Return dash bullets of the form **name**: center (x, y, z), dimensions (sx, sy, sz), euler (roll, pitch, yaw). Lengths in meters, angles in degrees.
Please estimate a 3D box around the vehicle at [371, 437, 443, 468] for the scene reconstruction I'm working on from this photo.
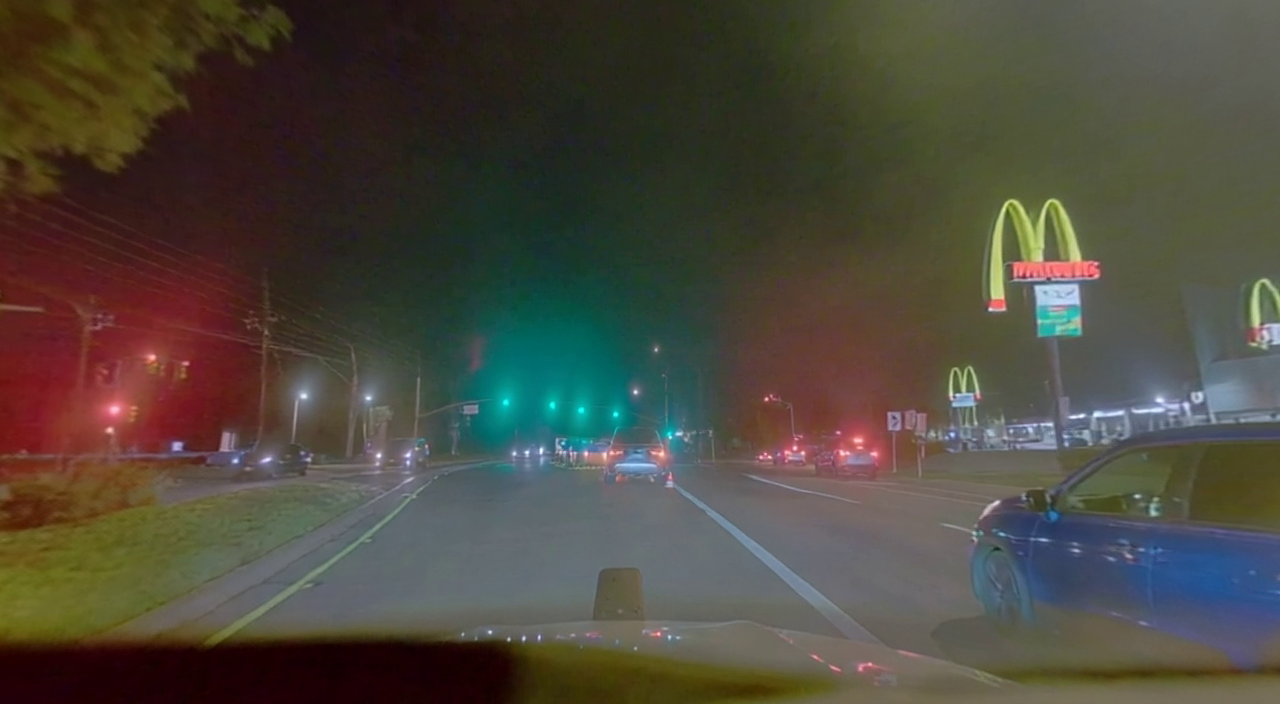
- **vehicle**: center (-14.528, 6.284, 39.678), dimensions (2.311, 1.849, 4.889), euler (-1, -9, 5)

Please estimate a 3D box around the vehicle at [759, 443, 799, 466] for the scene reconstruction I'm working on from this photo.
- **vehicle**: center (9.692, 7.138, 44.308), dimensions (1.879, 1.517, 4.006), euler (0, -9, 0)

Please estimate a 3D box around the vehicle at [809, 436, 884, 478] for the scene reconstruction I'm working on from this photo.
- **vehicle**: center (9.414, 4.822, 29.160), dimensions (1.977, 1.786, 4.344), euler (0, -8, 0)

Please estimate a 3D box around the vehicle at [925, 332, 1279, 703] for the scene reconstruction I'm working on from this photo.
- **vehicle**: center (3.367, 0.874, 2.835), dimensions (2.076, 1.716, 4.416), euler (0, -9, 0)

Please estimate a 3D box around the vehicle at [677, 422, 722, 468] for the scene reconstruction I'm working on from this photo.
- **vehicle**: center (3.583, 5.709, 39.100), dimensions (2.239, 2.586, 4.586), euler (1, -8, -1)

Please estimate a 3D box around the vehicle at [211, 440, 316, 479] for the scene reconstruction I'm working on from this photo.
- **vehicle**: center (-18.752, 5.356, 31.814), dimensions (2.050, 1.797, 4.945), euler (0, -9, 2)

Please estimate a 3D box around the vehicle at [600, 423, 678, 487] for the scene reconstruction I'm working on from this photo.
- **vehicle**: center (-0.077, 3.487, 21.627), dimensions (2.402, 1.938, 4.535), euler (0, -9, -1)
